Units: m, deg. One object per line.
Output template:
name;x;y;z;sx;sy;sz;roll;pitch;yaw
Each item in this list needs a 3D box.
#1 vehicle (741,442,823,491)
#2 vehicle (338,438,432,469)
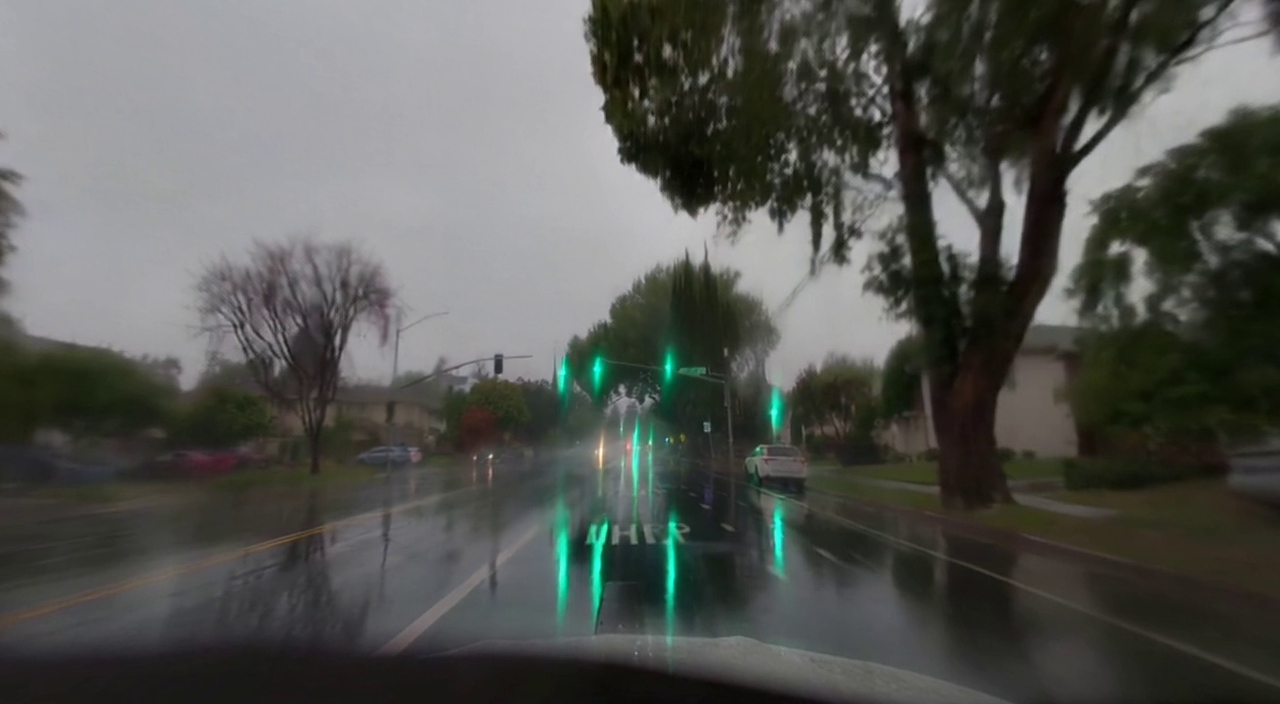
vehicle;5.161;4.209;23.500;1.979;1.637;4.321;0;-9;-1
vehicle;-17.926;7.207;44.422;5.656;1.999;2.307;-2;-10;3
